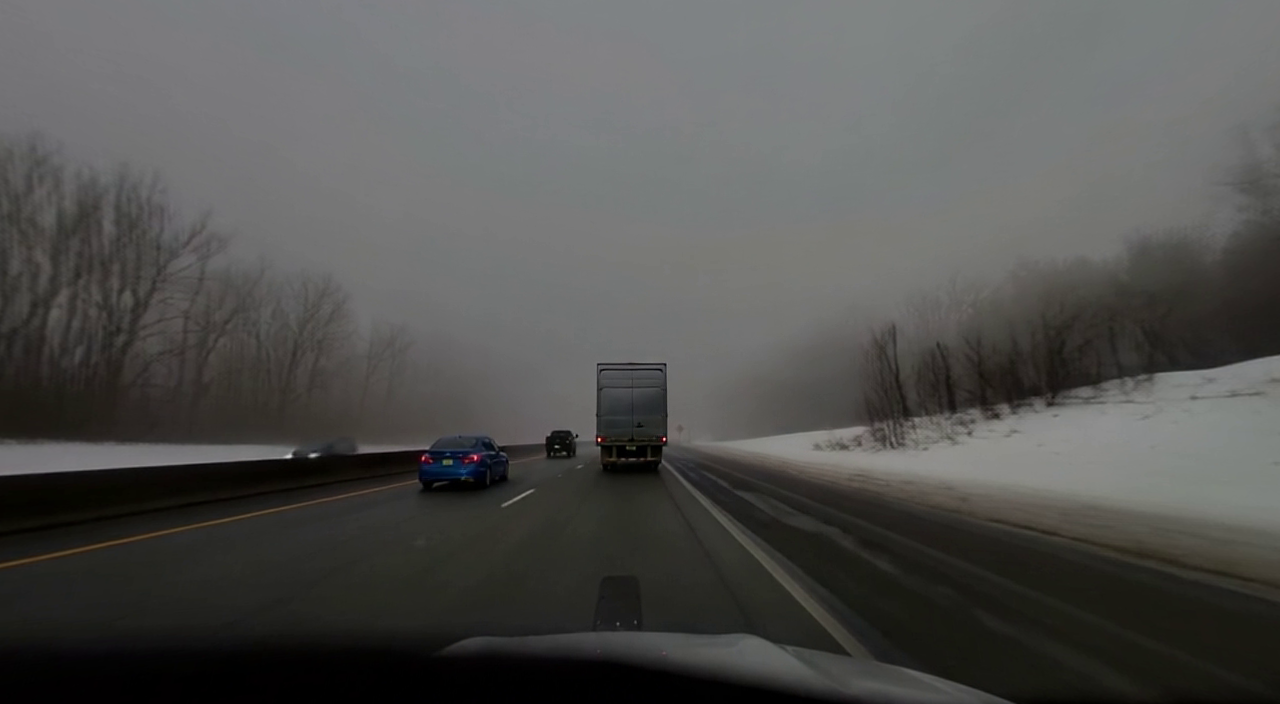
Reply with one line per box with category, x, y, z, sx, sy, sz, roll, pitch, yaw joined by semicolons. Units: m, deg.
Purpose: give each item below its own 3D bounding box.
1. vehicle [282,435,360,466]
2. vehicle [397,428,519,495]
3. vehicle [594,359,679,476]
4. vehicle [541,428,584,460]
vehicle;-17.934;5.548;35.623;1.992;1.643;4.609;0;-8;0
vehicle;-4.632;2.828;16.768;1.931;1.539;4.441;0;-8;0
vehicle;-0.249;2.928;26.895;2.953;4.041;10.072;0;-8;-2
vehicle;-4.634;5.566;38.184;2.019;1.834;4.644;0;-8;0
